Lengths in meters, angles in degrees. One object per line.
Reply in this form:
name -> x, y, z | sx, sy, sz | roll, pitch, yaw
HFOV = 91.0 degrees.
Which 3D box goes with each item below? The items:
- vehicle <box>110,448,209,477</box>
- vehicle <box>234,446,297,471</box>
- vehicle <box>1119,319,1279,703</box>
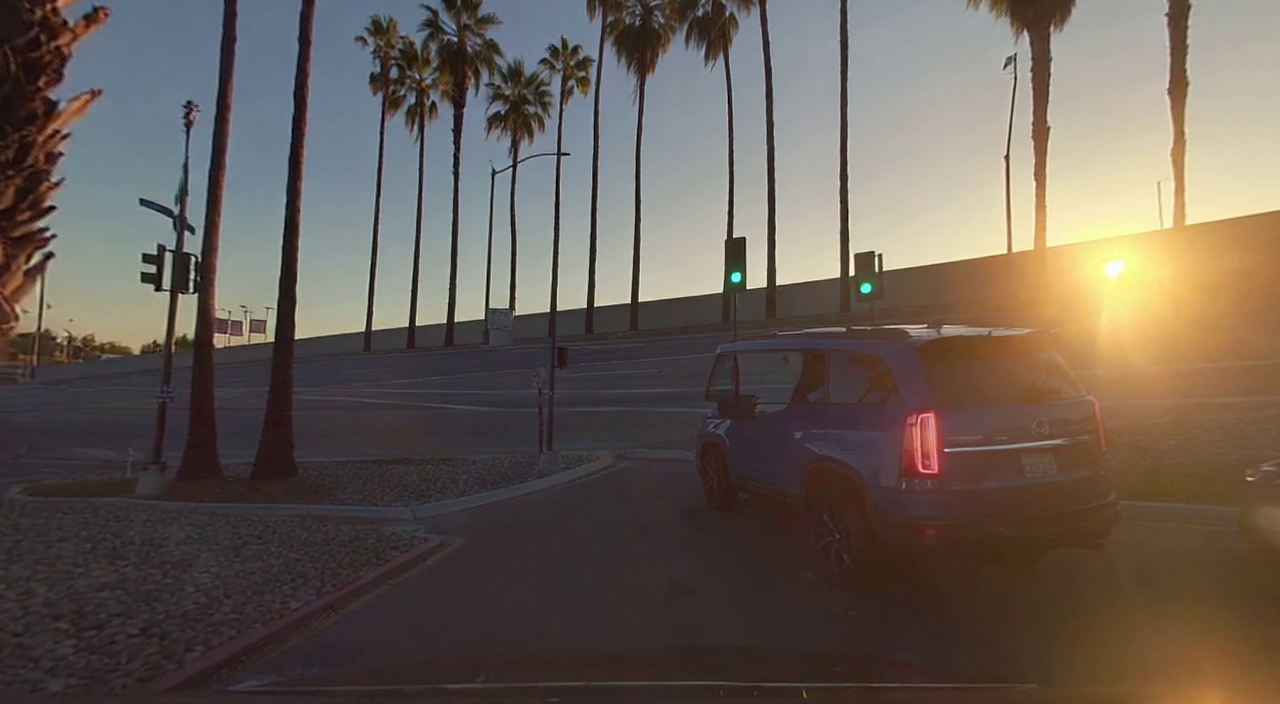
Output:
vehicle -> -26.587, 6.114, 35.037 | 1.830, 1.443, 4.551 | 0, -8, 2
vehicle -> -26.277, 7.452, 44.365 | 1.941, 1.631, 4.017 | 0, -8, 0
vehicle -> 3.443, 0.518, 0.717 | 2.028, 1.770, 4.737 | 0, -8, 0
